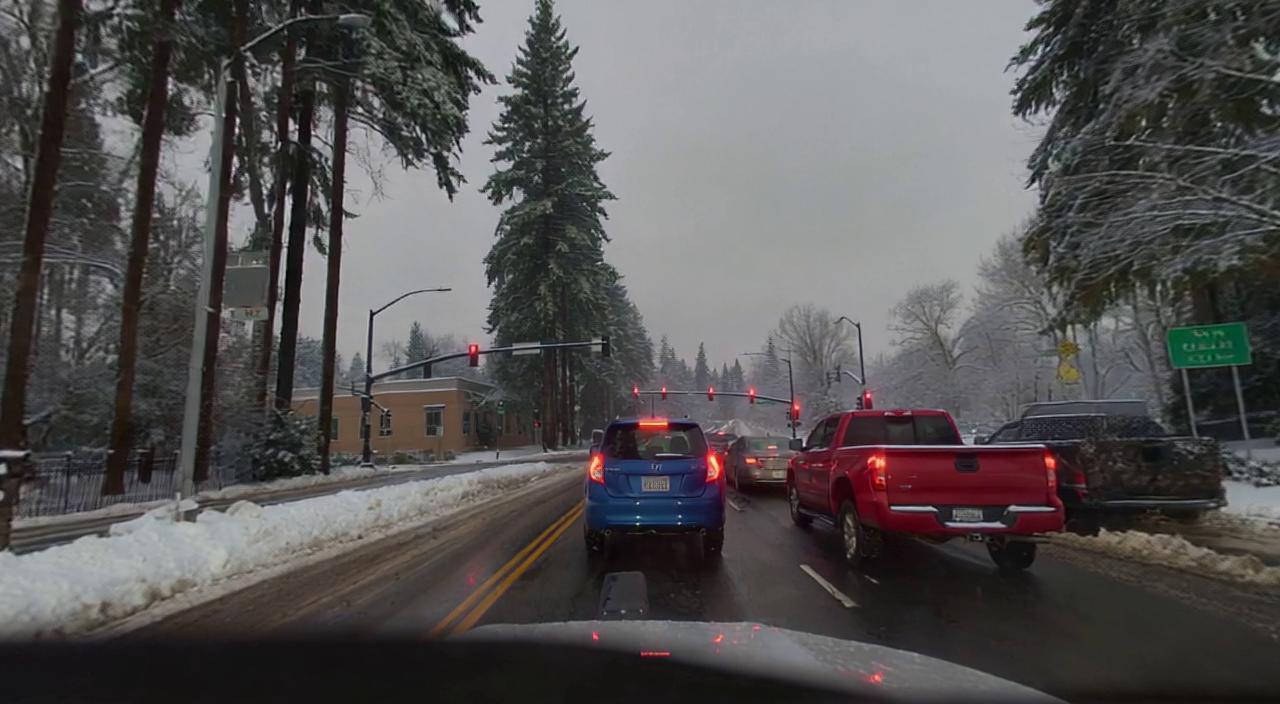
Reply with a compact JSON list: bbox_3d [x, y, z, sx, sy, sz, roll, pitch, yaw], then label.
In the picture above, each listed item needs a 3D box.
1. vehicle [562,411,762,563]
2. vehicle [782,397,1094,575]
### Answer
[{"bbox_3d":[0.249,1.778,8.965,2.168,1.641,4.039,0,-8,0],"label":"vehicle"},{"bbox_3d":[3.391,1.628,8.366,2.099,1.725,4.290,0,-8,2],"label":"vehicle"}]
